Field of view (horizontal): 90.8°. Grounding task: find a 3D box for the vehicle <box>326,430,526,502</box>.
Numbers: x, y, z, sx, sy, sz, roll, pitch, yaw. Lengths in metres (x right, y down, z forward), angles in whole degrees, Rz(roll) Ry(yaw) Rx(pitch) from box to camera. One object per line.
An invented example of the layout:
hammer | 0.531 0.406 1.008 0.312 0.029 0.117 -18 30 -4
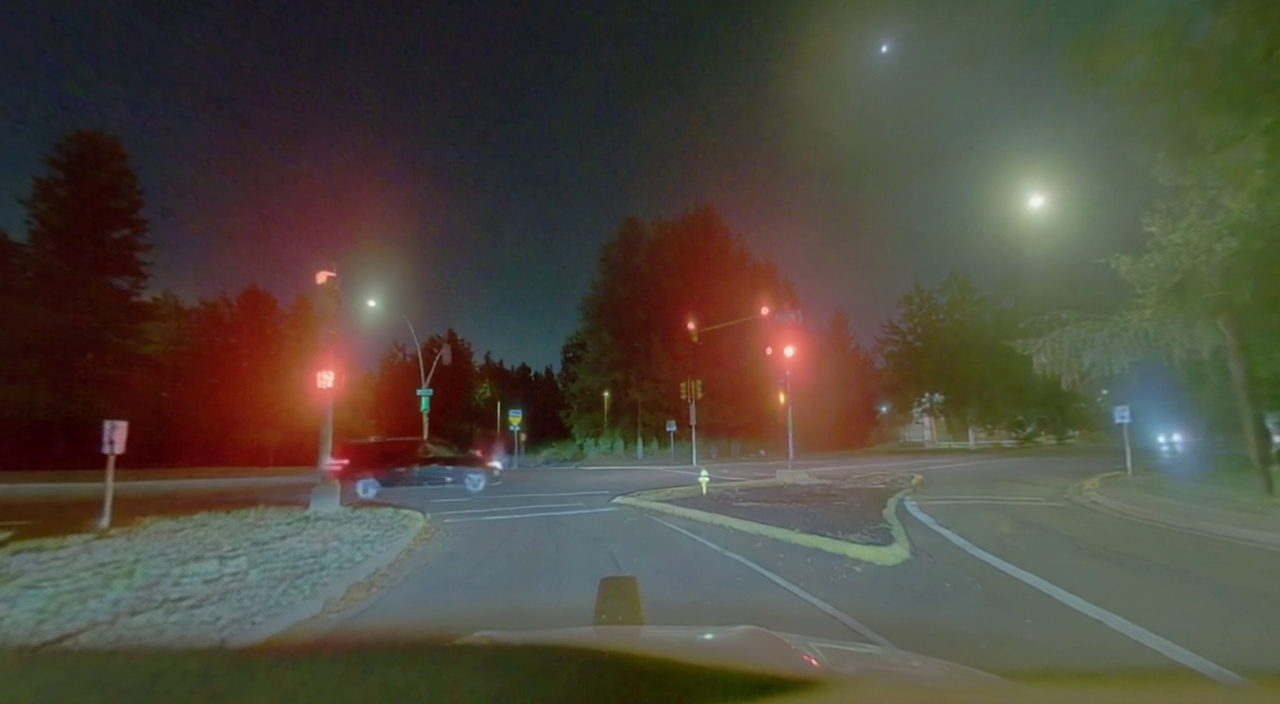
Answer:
vehicle | -5.427 2.844 16.149 4.545 1.602 2.014 4 -9 -27
